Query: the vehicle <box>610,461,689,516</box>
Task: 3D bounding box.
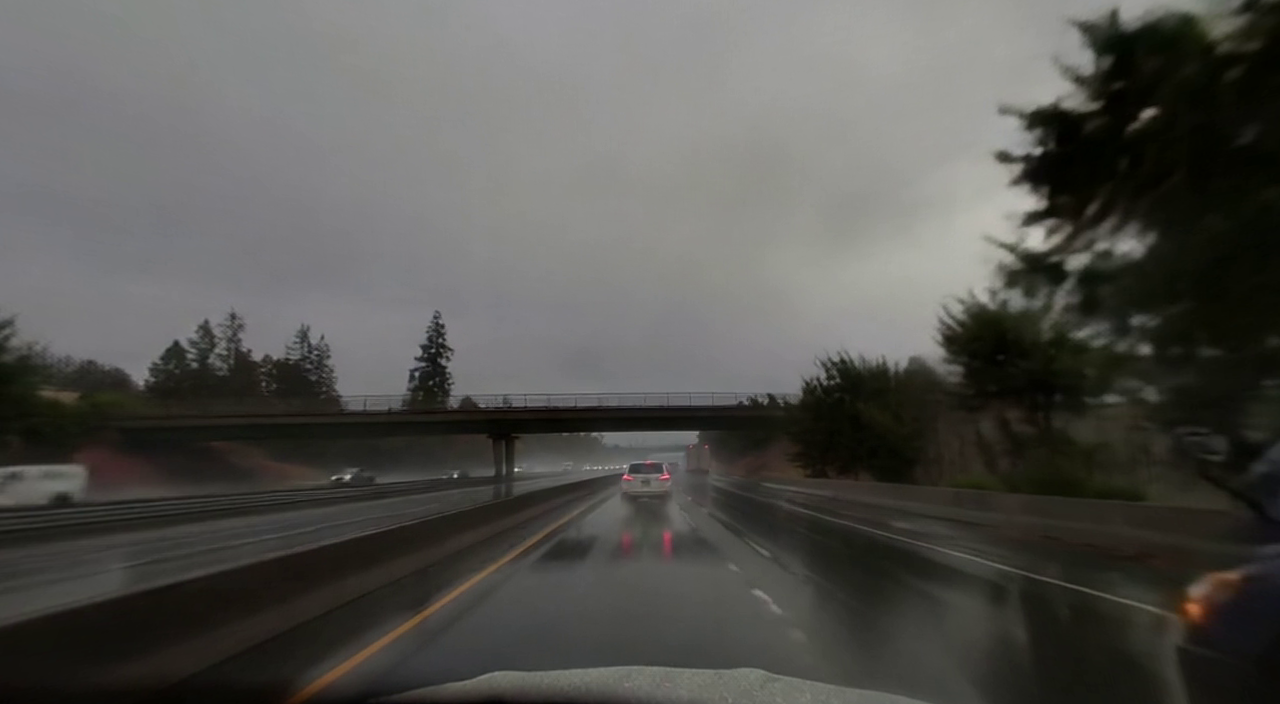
[{"bbox_3d":[0.275,4.110,19.169,2.156,1.444,3.762,1,-11,0],"label":"vehicle"}]
